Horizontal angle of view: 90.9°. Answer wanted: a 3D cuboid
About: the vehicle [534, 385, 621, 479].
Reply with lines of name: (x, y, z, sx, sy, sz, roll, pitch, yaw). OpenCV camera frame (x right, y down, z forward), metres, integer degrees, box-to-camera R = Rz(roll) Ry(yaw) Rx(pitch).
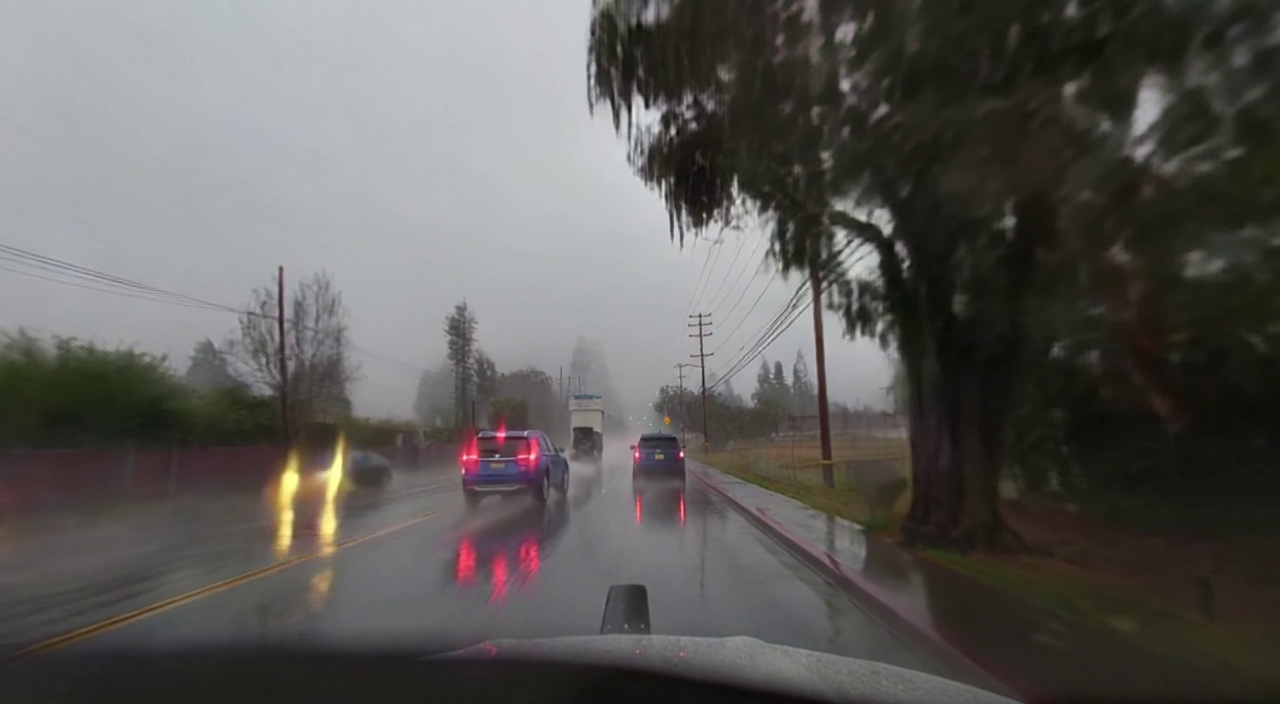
vehicle: (-2.634, 3.974, 30.388, 2.928, 3.658, 10.953, 0, -9, 1)

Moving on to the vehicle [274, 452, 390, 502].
vehicle: (-11.525, 4.662, 24.018, 2.077, 1.638, 4.584, 0, -9, 0)

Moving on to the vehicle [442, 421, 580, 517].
vehicle: (-2.709, 2.595, 14.455, 2.093, 1.832, 4.508, 0, -9, 1)

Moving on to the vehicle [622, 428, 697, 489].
vehicle: (0.610, 3.429, 20.549, 2.174, 1.749, 4.113, 0, -9, 1)
